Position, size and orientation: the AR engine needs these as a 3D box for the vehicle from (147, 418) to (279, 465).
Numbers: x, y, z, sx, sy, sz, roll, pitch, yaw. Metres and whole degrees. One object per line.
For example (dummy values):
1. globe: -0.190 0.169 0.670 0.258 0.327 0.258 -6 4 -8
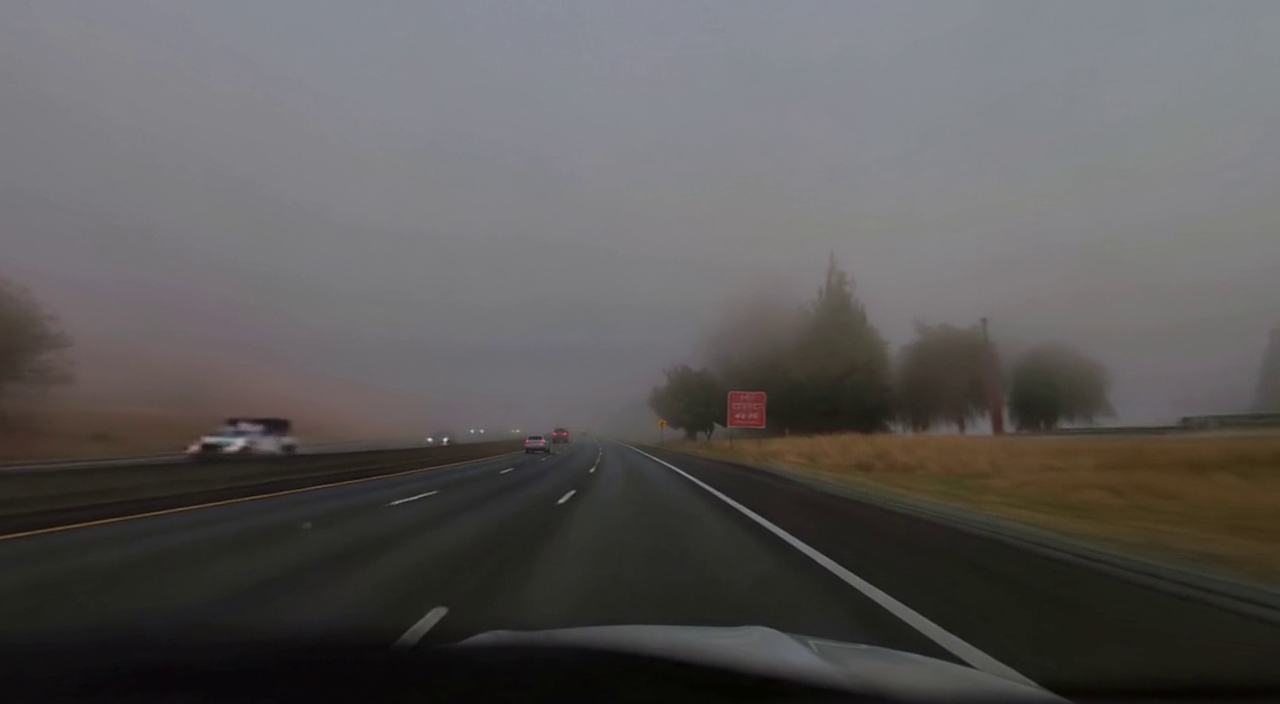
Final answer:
1. vehicle: -17.908 3.821 26.829 2.357 1.800 4.732 0 -8 -1
